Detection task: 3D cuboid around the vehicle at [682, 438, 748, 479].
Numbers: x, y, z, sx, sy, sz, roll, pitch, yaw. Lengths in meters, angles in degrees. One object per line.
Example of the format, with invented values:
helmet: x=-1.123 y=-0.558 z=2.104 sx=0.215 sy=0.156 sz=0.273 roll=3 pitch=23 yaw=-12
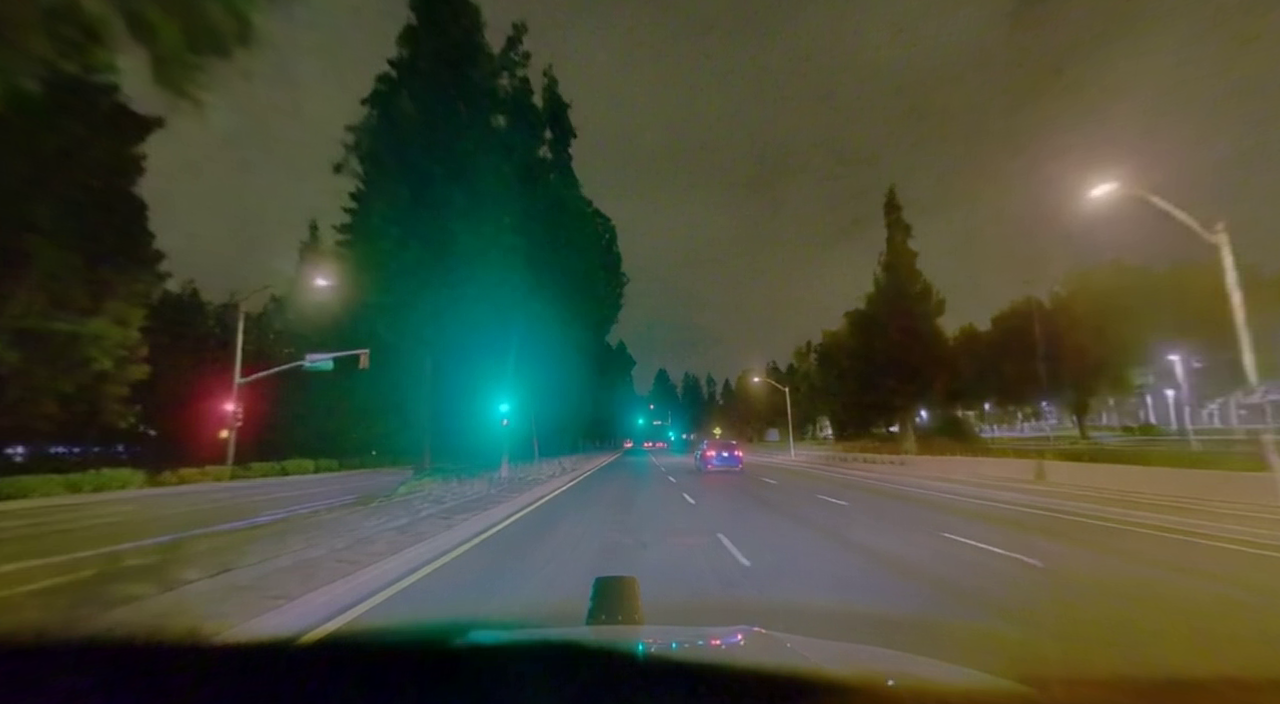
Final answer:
vehicle: x=2.867 y=4.173 z=24.987 sx=2.056 sy=1.483 sz=4.091 roll=0 pitch=-8 yaw=-1
